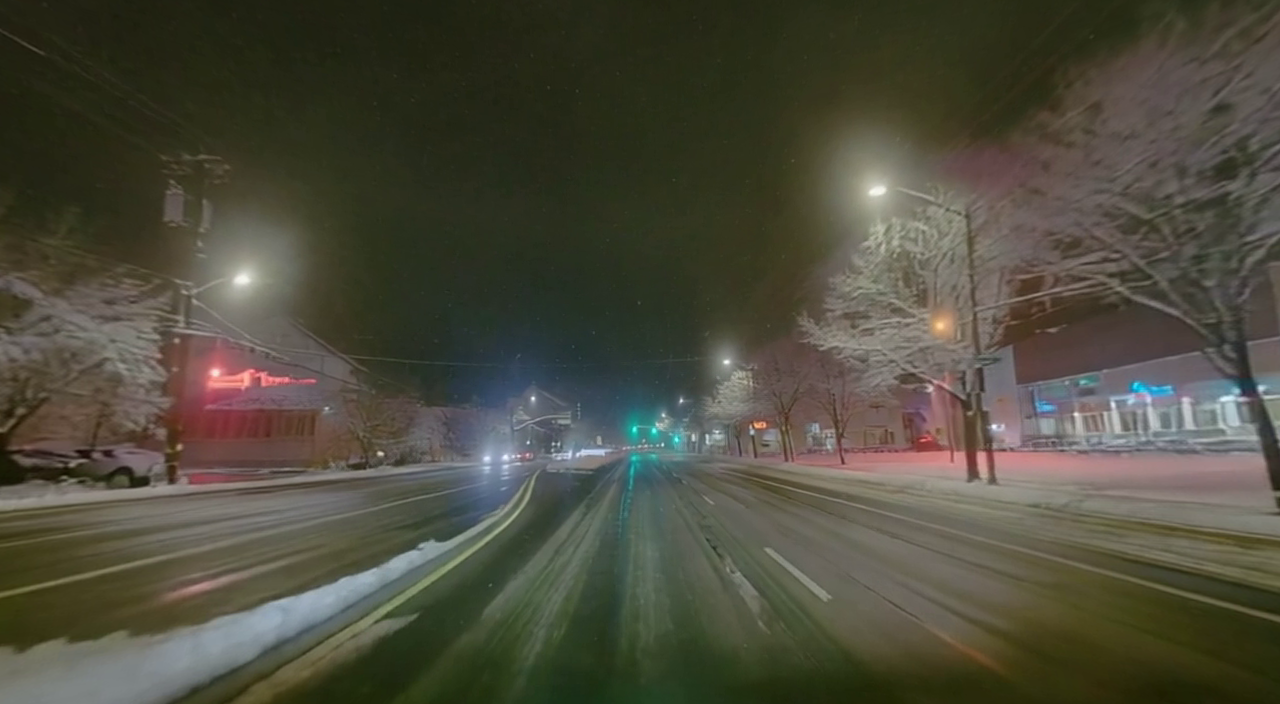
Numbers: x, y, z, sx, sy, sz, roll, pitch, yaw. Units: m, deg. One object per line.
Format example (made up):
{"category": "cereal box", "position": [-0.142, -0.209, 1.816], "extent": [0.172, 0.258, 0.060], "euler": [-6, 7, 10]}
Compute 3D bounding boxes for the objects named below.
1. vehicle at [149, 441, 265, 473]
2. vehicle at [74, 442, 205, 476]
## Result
{"category": "vehicle", "position": [-26.488, 6.408, 38.555], "extent": [5.511, 1.863, 2.092], "euler": [0, -8, -2]}
{"category": "vehicle", "position": [-26.047, 5.572, 32.828], "extent": [4.946, 1.656, 2.016], "euler": [1, -9, -4]}
